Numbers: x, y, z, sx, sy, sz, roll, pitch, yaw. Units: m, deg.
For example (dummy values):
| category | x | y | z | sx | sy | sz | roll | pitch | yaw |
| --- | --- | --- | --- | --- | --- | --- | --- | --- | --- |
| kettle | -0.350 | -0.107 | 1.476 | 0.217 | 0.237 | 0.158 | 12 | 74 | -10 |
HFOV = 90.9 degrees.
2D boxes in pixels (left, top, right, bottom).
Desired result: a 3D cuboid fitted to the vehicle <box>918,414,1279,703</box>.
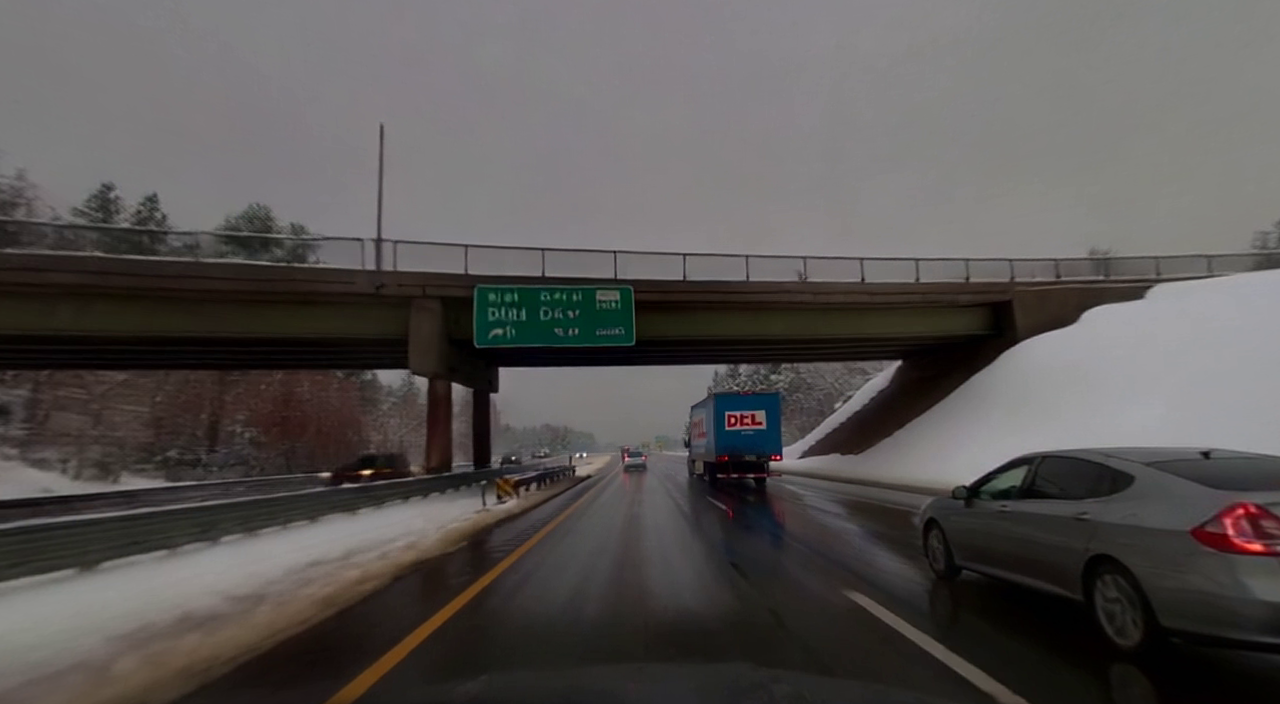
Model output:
| category | x | y | z | sx | sy | sz | roll | pitch | yaw |
| --- | --- | --- | --- | --- | --- | --- | --- | --- | --- |
| vehicle | 3.766 | 1.231 | 4.225 | 1.894 | 1.452 | 4.164 | 0 | -9 | 0 |

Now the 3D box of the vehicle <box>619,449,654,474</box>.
| category | x | y | z | sx | sy | sz | roll | pitch | yaw |
| --- | --- | --- | --- | --- | --- | --- | --- | --- | --- |
| vehicle | -0.200 | 6.757 | 38.986 | 2.055 | 1.445 | 3.661 | 0 | -9 | 0 |

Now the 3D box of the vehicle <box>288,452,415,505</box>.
| category | x | y | z | sx | sy | sz | roll | pitch | yaw |
| --- | --- | --- | --- | --- | --- | --- | --- | --- | --- |
| vehicle | -8.640 | 3.795 | 19.357 | 1.878 | 1.442 | 4.165 | 0 | -9 | 1 |

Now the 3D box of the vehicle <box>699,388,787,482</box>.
| category | x | y | z | sx | sy | sz | roll | pitch | yaw |
| --- | --- | --- | --- | --- | --- | --- | --- | --- | --- |
| vehicle | 4.807 | 4.174 | 31.113 | 2.838 | 3.985 | 8.010 | 0 | -9 | -1 |
